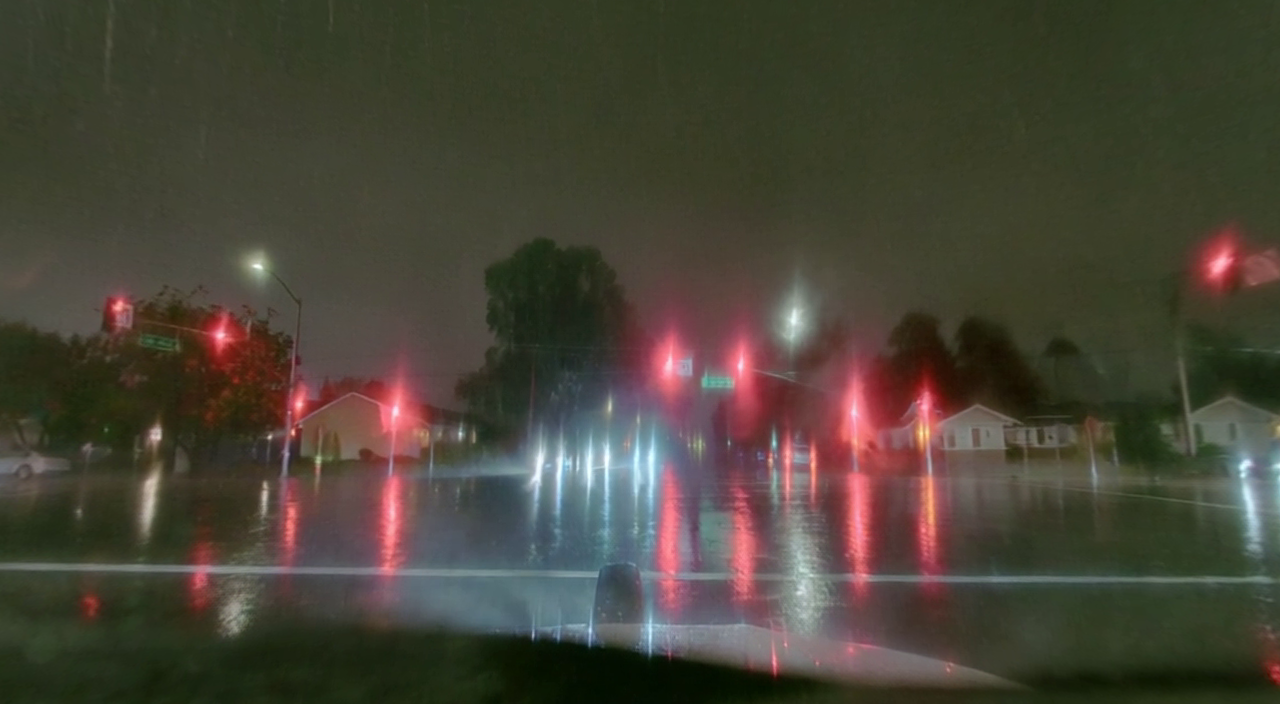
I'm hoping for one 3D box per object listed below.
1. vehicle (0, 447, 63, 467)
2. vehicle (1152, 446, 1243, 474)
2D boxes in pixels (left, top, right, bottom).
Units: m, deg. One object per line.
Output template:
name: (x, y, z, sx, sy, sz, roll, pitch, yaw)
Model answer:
vehicle: (-44.282, 7.528, 45.390, 3.949, 1.422, 1.744, 0, -9, 1)
vehicle: (36.779, 7.095, 41.866, 1.853, 1.723, 4.460, 0, -9, -1)
